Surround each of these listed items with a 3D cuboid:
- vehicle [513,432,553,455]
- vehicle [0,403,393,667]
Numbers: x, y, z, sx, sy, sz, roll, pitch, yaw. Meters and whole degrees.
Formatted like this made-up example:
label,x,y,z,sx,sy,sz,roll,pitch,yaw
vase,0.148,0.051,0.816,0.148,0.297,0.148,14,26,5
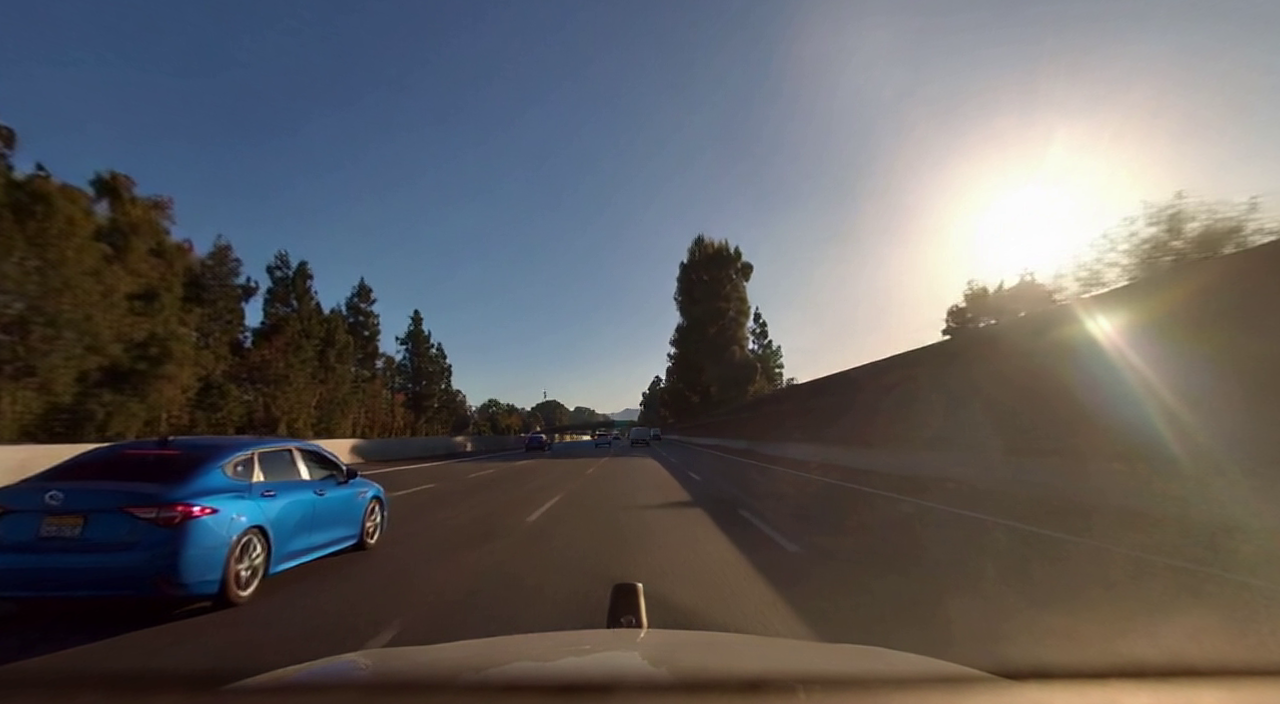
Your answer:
label,x,y,z,sx,sy,sz,roll,pitch,yaw
vehicle,-7.912,6.781,46.844,2.053,1.582,4.878,0,-8,1
vehicle,-4.071,1.313,5.613,2.079,1.500,3.881,0,-8,1
